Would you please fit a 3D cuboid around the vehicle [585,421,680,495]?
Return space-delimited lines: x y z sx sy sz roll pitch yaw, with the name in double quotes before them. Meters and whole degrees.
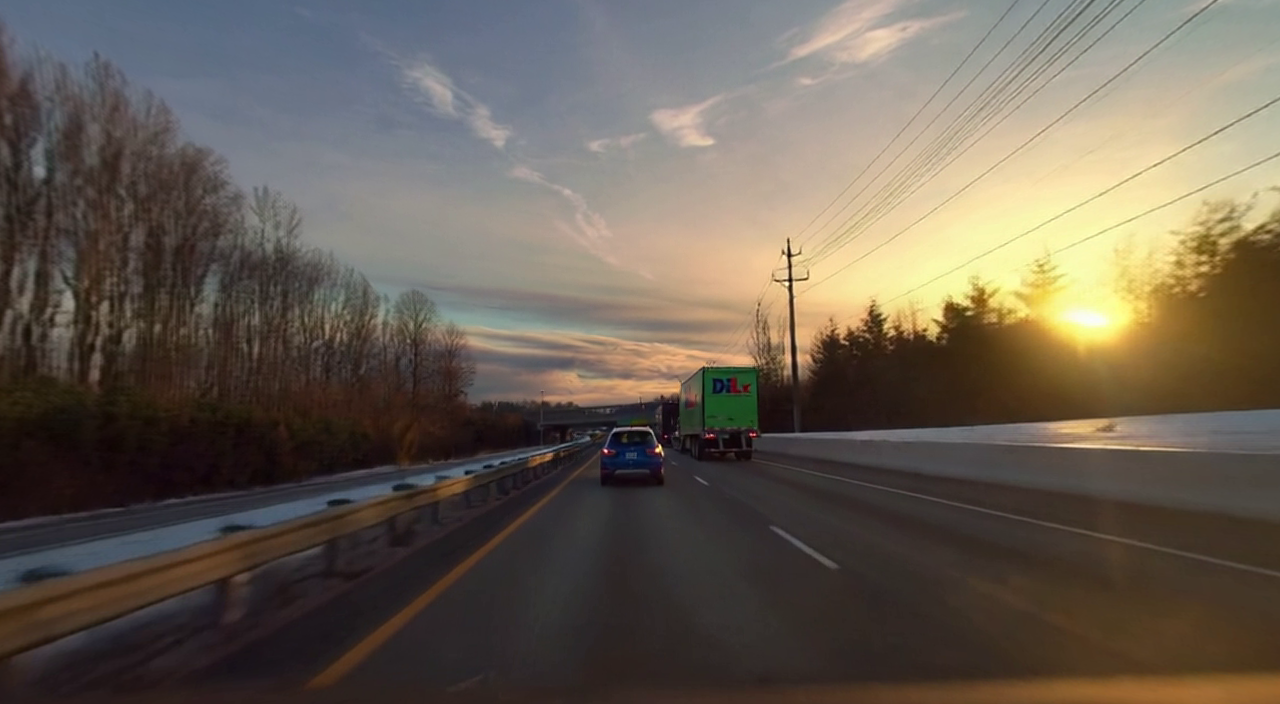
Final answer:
"vehicle" -0.223 2.570 15.616 2.062 1.581 3.914 0 -8 -2

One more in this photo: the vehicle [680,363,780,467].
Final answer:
"vehicle" 3.640 2.963 28.027 2.835 3.872 8.916 0 -8 -2
